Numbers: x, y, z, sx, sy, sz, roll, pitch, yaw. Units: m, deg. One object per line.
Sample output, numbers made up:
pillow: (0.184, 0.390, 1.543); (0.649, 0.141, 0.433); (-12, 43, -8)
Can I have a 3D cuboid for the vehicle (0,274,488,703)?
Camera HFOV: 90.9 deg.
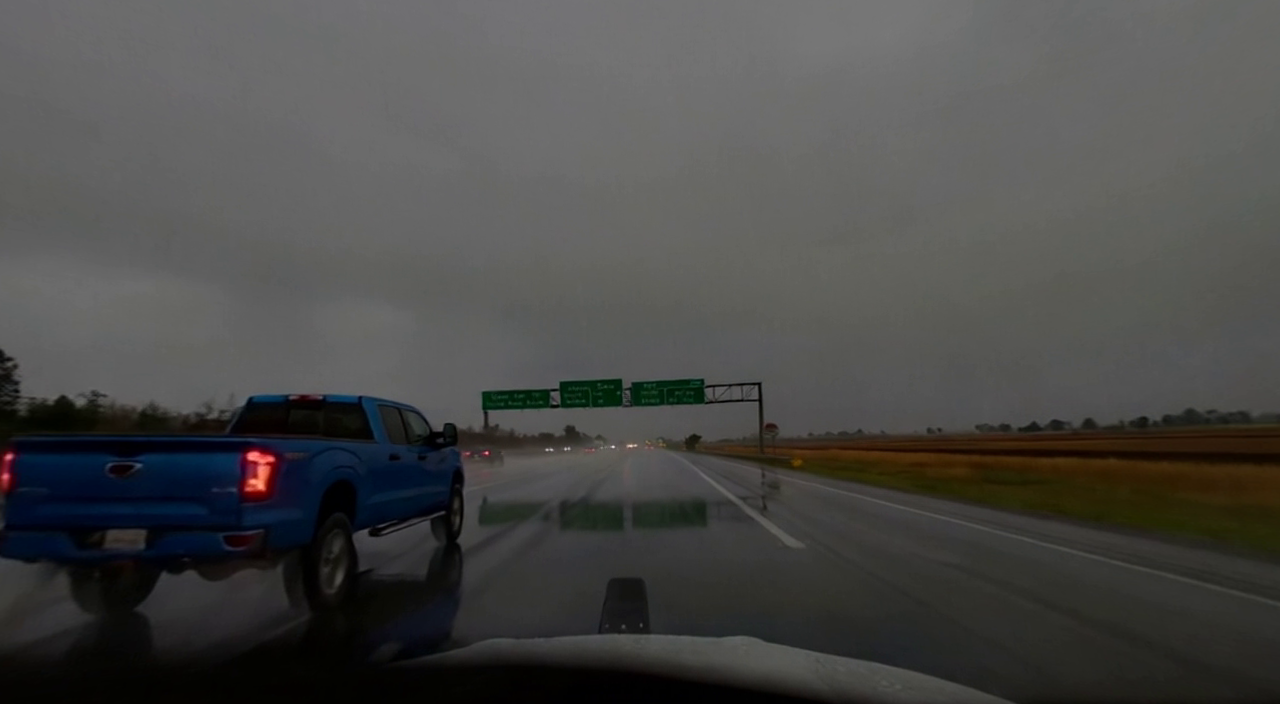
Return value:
vehicle: (-3.526, 1.115, 5.843); (2.601, 2.084, 6.068); (0, -8, 1)
